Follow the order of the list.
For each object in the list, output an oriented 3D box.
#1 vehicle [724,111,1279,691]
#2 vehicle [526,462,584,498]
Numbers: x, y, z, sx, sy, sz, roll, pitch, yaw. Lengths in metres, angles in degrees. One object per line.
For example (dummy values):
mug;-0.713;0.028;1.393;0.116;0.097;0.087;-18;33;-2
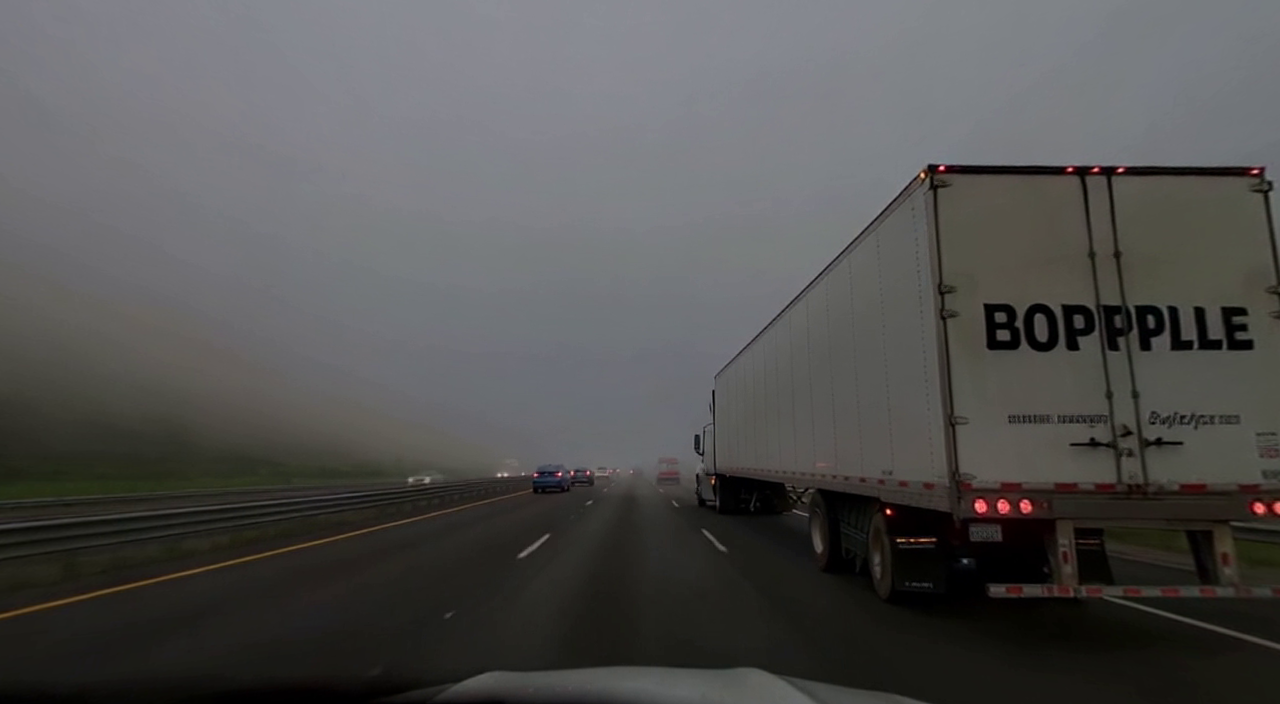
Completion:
vehicle;3.880;1.469;11.322;2.839;4.062;14.051;1;-11;0
vehicle;-4.041;6.243;30.823;2.088;1.566;4.853;0;-11;1
